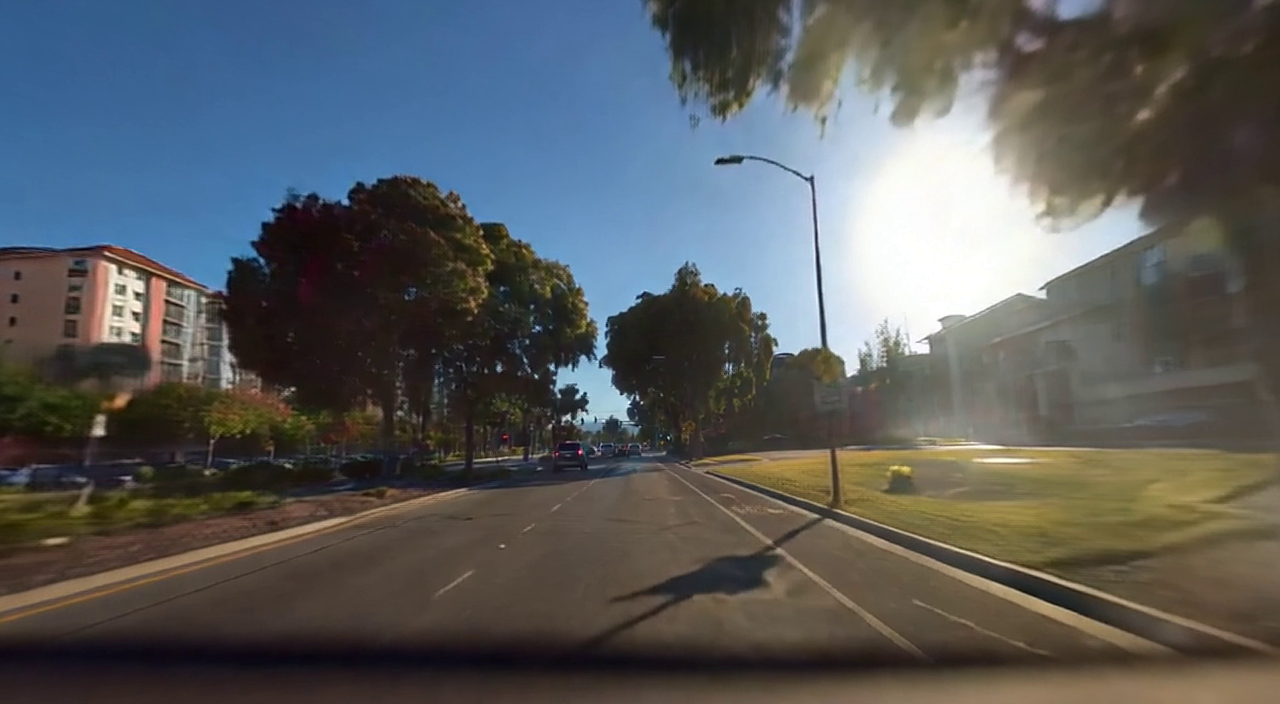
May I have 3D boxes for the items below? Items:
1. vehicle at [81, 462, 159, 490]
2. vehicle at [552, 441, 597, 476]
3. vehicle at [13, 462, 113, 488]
[{"bbox_3d":[-37.222,8.892,45.281,3.934,1.544,1.826,-5,-9,-4],"label":"vehicle"},{"bbox_3d":[-3.537,5.808,34.702,1.959,1.741,4.141,-1,-9,1],"label":"vehicle"},{"bbox_3d":[-37.105,7.905,40.713,4.463,1.545,2.076,-1,-9,2],"label":"vehicle"}]
